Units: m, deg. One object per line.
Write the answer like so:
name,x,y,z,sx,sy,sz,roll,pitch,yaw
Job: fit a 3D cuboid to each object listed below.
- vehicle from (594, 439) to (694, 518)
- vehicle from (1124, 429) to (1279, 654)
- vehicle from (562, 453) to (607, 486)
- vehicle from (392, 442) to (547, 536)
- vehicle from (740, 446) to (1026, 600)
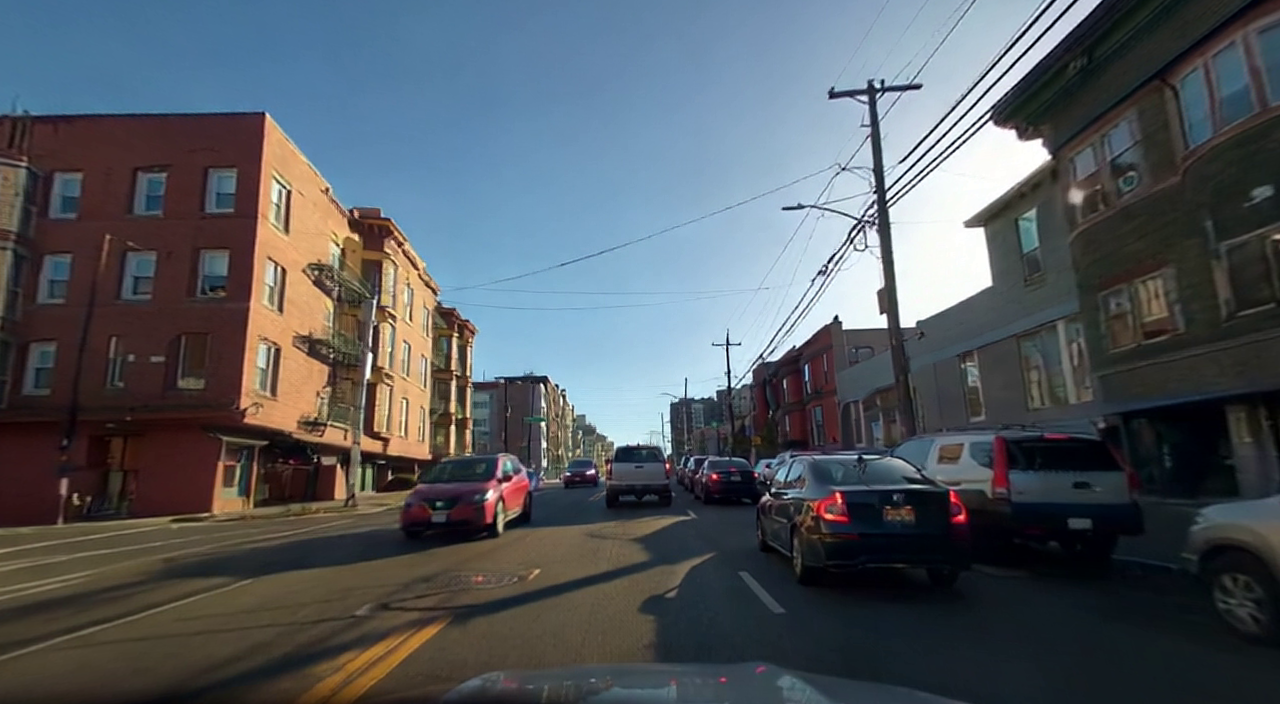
vehicle,0.036,3.131,16.194,2.232,1.736,4.036,0,-8,-1
vehicle,5.526,1.200,3.611,1.931,1.585,4.387,0,-9,-1
vehicle,-3.024,6.520,35.233,2.023,1.646,4.282,-1,-8,1
vehicle,-3.471,2.856,13.850,2.112,1.705,4.365,0,-8,1
vehicle,2.708,1.995,8.385,2.029,1.460,4.451,0,-8,0
